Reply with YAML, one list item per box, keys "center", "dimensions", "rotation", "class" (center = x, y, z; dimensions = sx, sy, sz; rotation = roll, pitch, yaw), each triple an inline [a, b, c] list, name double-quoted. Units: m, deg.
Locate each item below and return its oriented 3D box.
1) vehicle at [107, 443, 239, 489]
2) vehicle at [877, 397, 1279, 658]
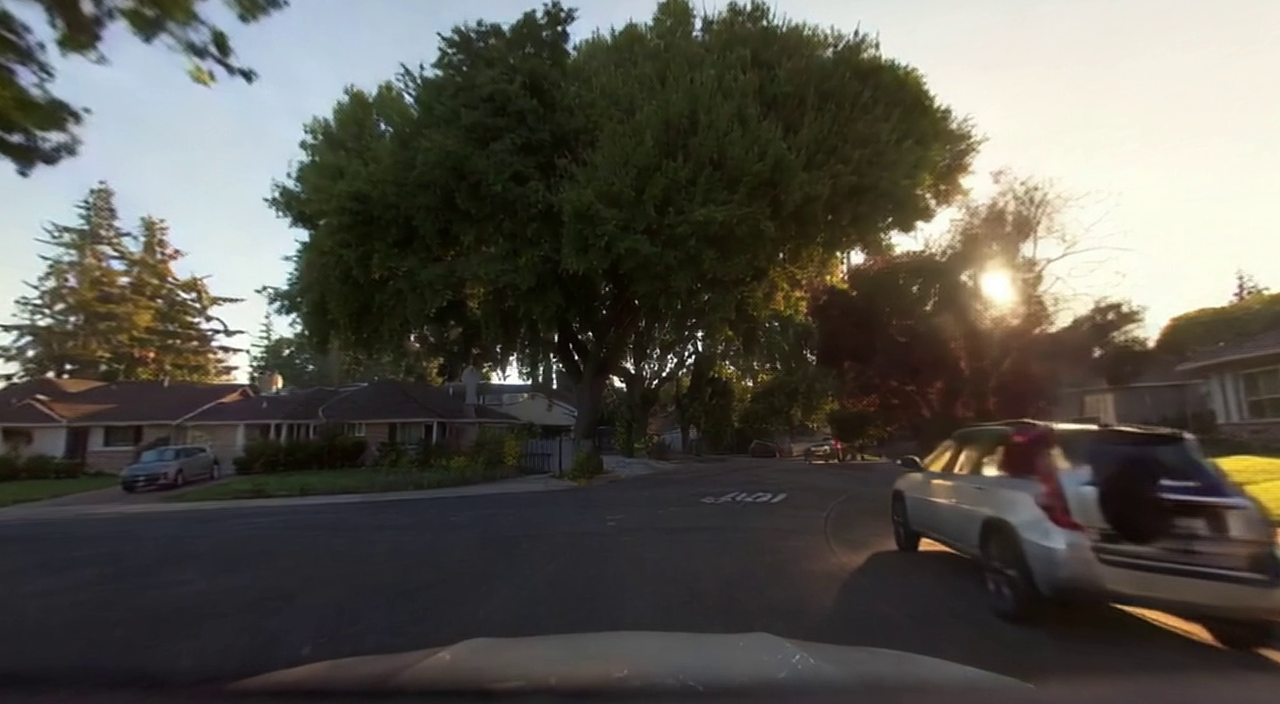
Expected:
- center: [-19.615, 4.775, 26.843]
  dimensions: [2.021, 1.798, 4.491]
  rotation: [0, -9, 2]
  class: "vehicle"
- center: [4.068, 1.509, 6.534]
  dimensions: [2.053, 1.737, 4.375]
  rotation: [-1, -9, 8]
  class: "vehicle"
